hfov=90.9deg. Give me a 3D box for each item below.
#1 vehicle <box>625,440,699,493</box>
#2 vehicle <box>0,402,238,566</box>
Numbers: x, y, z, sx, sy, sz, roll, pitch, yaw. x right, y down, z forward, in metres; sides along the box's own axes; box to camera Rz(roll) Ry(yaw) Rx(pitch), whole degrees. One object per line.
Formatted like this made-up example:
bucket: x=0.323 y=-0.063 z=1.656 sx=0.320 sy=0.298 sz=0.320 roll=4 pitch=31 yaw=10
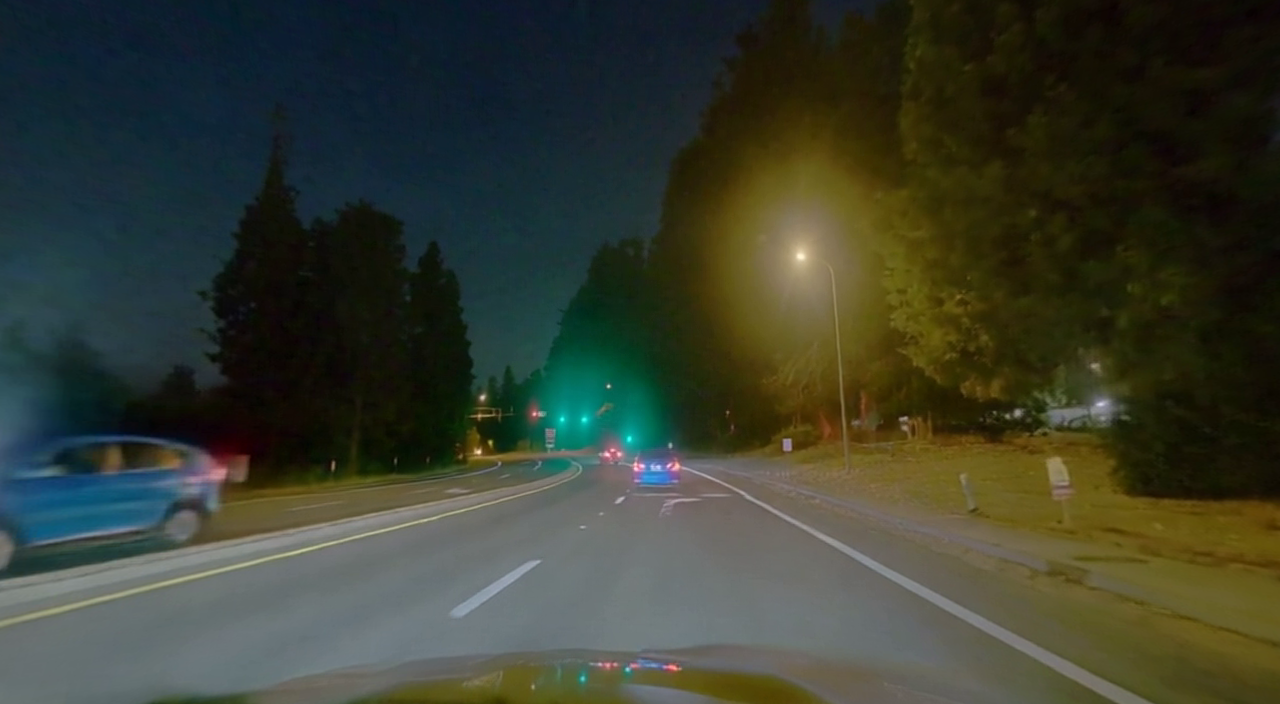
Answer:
vehicle: x=0.604 y=3.629 z=20.414 sx=2.148 sy=1.521 sz=4.089 roll=0 pitch=-8 yaw=-1
vehicle: x=-8.553 y=1.736 z=8.659 sx=2.150 sy=1.927 sz=5.209 roll=-1 pitch=-8 yaw=7
